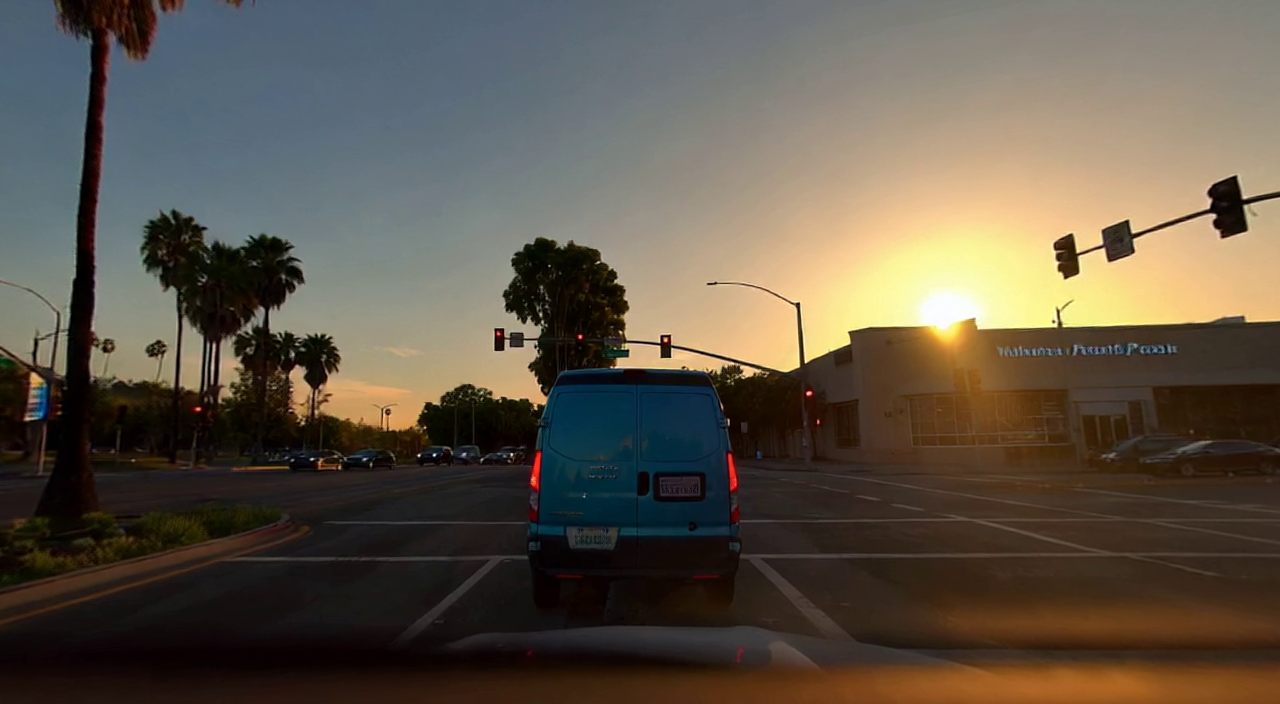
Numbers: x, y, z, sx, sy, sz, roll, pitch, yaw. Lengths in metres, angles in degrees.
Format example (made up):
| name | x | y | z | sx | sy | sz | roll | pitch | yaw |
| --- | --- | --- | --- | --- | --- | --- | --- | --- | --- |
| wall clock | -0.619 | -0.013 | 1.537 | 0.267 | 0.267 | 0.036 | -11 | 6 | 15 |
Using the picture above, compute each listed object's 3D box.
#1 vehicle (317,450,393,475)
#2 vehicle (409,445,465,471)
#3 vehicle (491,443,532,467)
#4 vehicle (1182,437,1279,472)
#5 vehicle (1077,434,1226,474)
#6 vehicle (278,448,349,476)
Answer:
| name | x | y | z | sx | sy | sz | roll | pitch | yaw |
| --- | --- | --- | --- | --- | --- | --- | --- | --- | --- |
| vehicle | -17.377 | 6.755 | 38.898 | 2.221 | 1.449 | 5.092 | 0 | -9 | 1 |
| vehicle | -13.676 | 7.139 | 42.856 | 2.074 | 1.671 | 4.755 | 0 | -9 | 1 |
| vehicle | -9.675 | 7.736 | 47.728 | 2.074 | 1.681 | 4.417 | 0 | -9 | 1 |
| vehicle | 27.408 | 4.602 | 28.484 | 4.625 | 1.451 | 1.801 | 1 | -9 | -9 |
| vehicle | 22.239 | 4.449 | 27.642 | 4.533 | 1.676 | 2.236 | 0 | -9 | -1 |
| vehicle | -21.027 | 7.087 | 40.939 | 2.107 | 1.642 | 4.561 | 0 | -9 | 0 |
